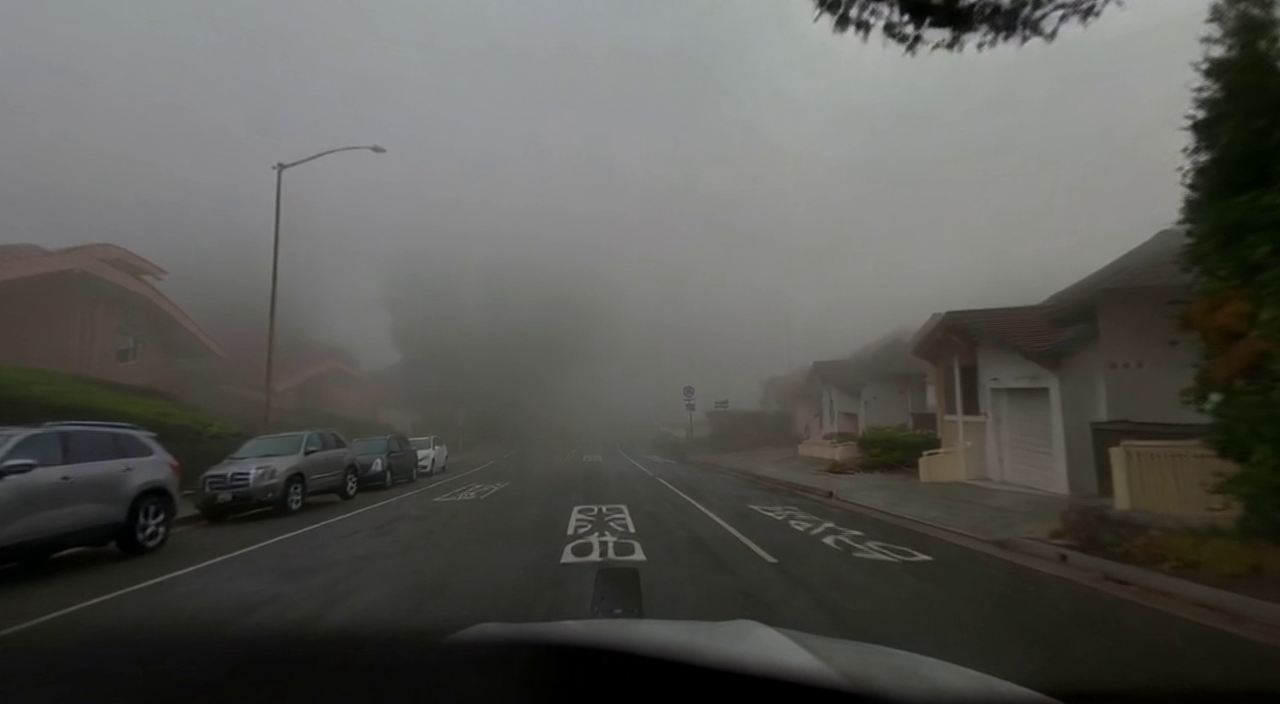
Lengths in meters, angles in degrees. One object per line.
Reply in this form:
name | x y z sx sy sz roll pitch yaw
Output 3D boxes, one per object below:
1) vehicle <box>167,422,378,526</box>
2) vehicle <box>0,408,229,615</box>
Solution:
vehicle | -7.231 2.379 13.073 1.865 1.750 4.507 0 -7 -4
vehicle | -6.741 1.556 6.717 2.147 1.780 4.165 0 -8 -5
